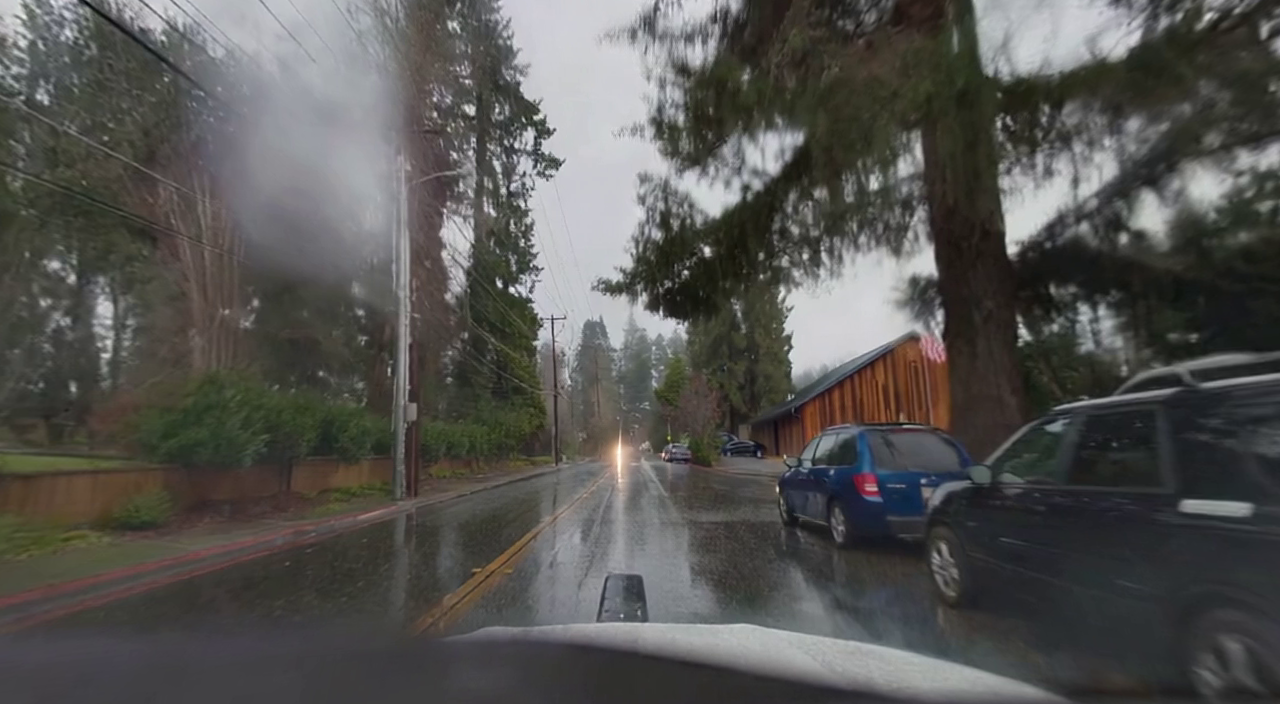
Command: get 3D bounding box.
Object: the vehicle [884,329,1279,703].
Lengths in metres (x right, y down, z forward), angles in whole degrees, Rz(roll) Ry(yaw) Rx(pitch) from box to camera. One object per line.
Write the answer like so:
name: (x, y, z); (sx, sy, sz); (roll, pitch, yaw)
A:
vehicle: (3.529, 1.065, 4.045); (2.061, 1.793, 5.100); (-1, -9, 2)
